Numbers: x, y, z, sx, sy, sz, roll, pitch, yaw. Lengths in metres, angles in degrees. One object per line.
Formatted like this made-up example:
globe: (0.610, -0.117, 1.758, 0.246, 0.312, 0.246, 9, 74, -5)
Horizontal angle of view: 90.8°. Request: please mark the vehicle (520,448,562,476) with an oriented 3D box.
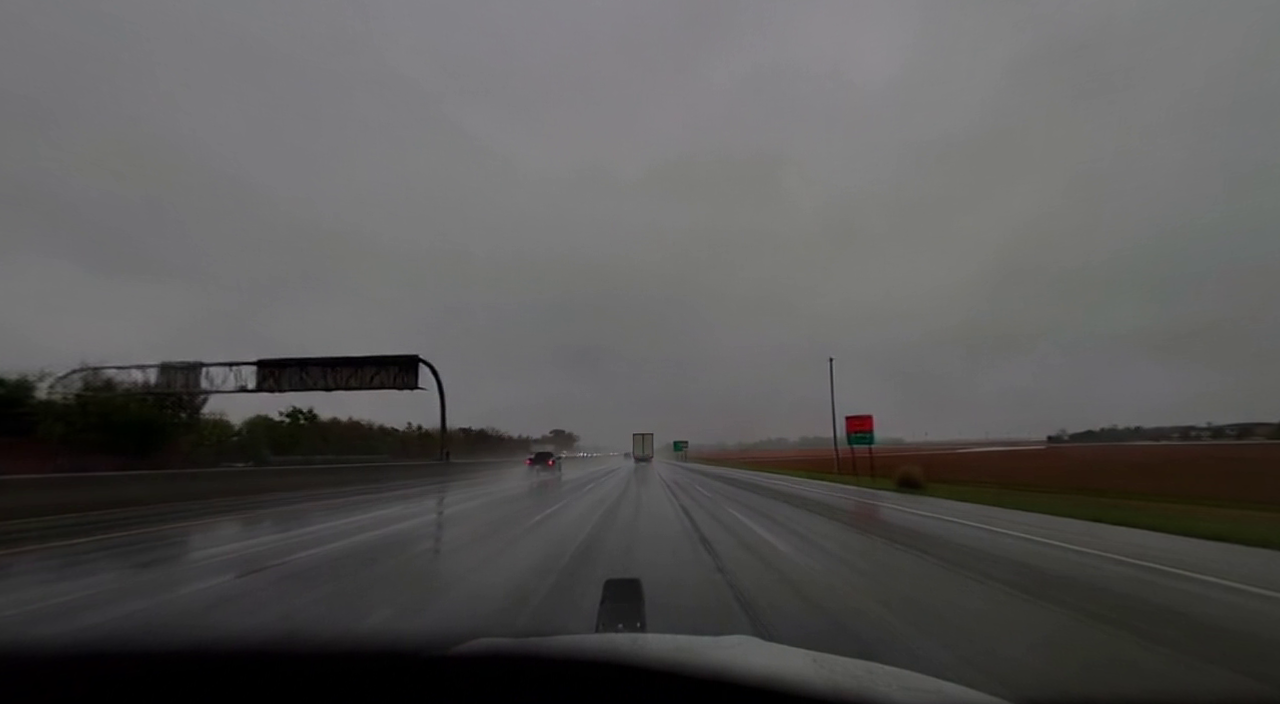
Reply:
vehicle: (-6.719, 7.542, 43.431, 2.052, 1.817, 4.744, 0, -9, 1)
